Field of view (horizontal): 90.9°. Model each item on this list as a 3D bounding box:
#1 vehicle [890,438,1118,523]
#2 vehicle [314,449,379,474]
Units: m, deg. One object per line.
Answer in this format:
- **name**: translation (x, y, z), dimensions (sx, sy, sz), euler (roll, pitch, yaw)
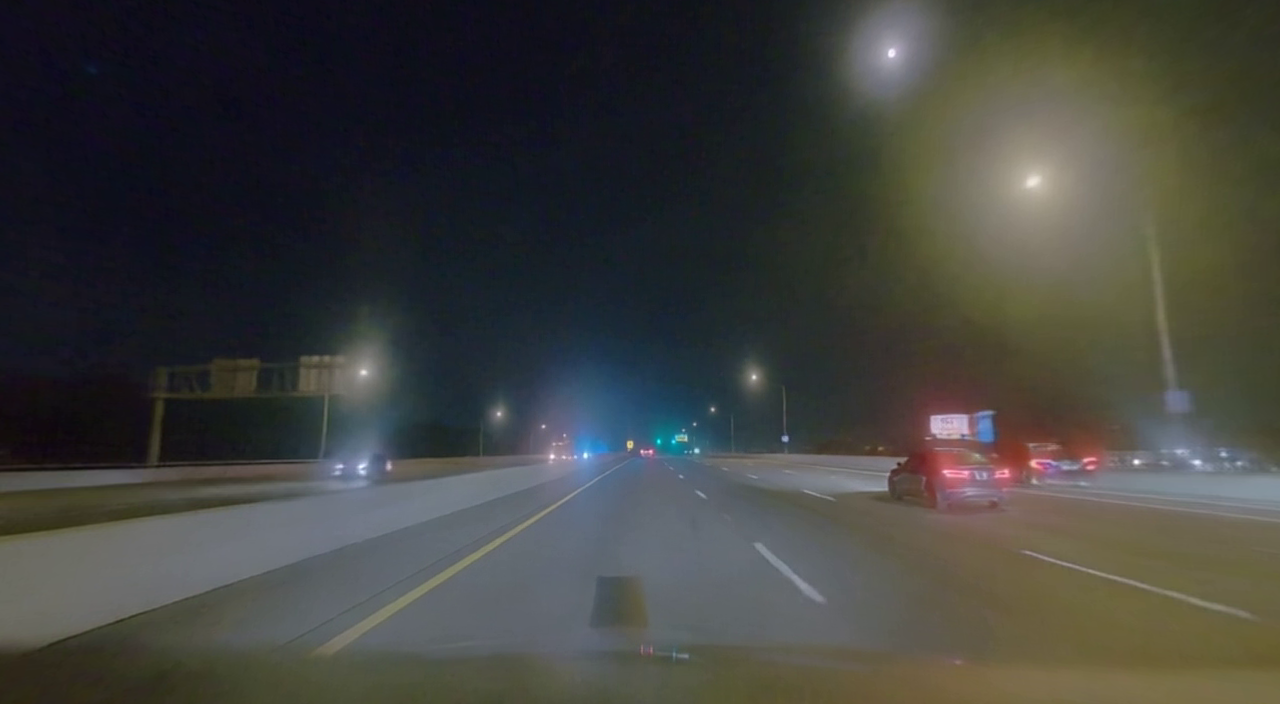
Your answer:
- **vehicle**: translation (7.670, 2.717, 14.051), dimensions (2.093, 1.525, 4.865), euler (0, -8, -1)
- **vehicle**: translation (-18.752, 6.998, 40.535), dimensions (1.892, 1.493, 4.485), euler (-1, -8, 2)
